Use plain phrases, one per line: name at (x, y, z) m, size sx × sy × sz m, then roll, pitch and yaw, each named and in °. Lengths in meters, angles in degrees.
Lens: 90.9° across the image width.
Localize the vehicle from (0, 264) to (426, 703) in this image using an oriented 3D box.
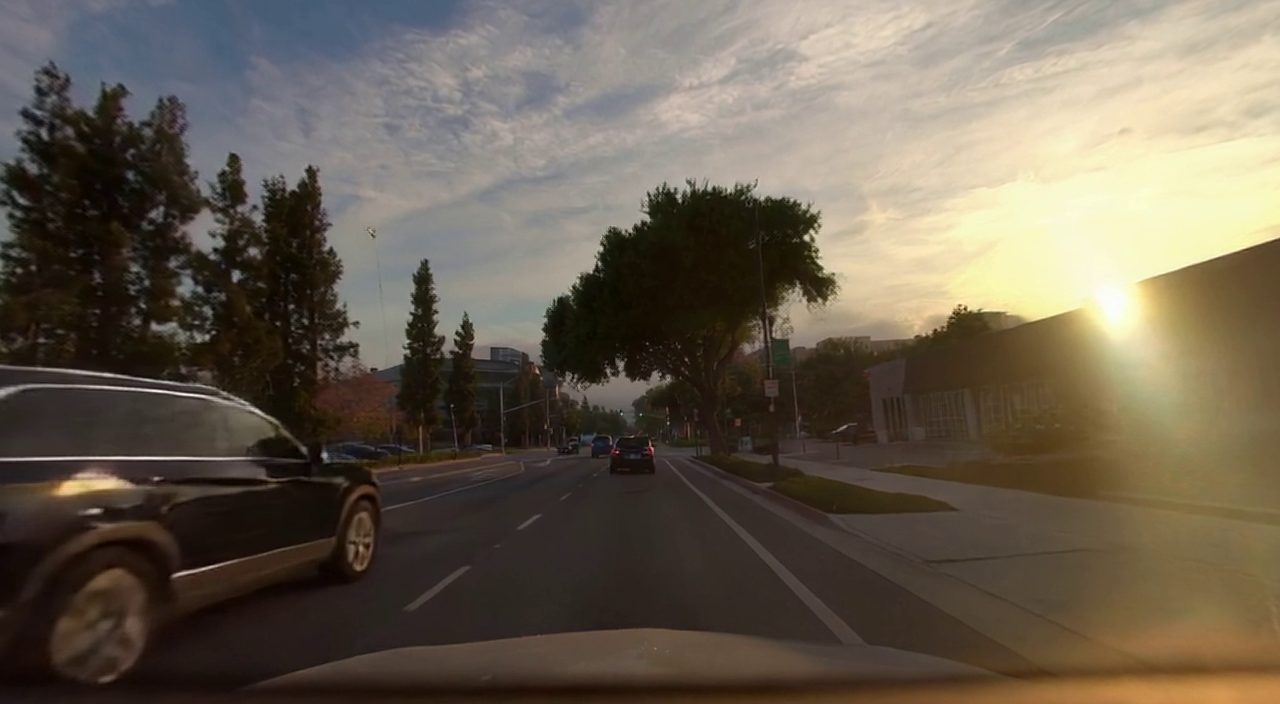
vehicle at (-3.641, 0.913, 4.261) m, size 2.358 × 1.990 × 5.447 m, roll 0°, pitch -8°, yaw 1°

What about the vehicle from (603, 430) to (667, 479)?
vehicle at (-0.139, 3.667, 22.848) m, size 2.108 × 1.612 × 4.246 m, roll 0°, pitch -8°, yaw 1°
